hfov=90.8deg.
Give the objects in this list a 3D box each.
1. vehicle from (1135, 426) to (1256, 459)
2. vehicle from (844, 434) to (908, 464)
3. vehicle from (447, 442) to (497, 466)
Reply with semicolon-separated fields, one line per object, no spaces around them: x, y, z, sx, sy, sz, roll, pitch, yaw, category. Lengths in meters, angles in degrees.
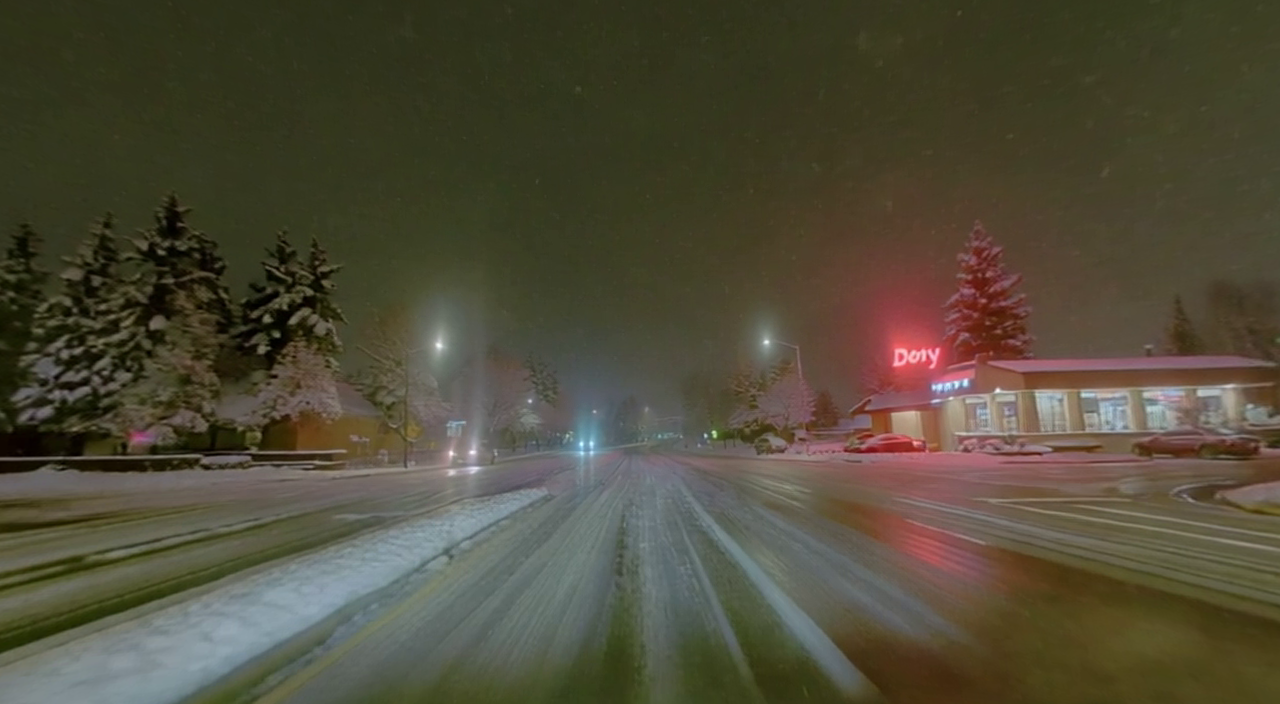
26.677;4.390;30.593;1.836;1.497;4.419;0;-8;0;vehicle
13.828;5.724;37.338;1.987;1.694;4.523;0;-9;-1;vehicle
-11.514;7.016;43.591;1.997;1.516;4.790;0;-8;1;vehicle
